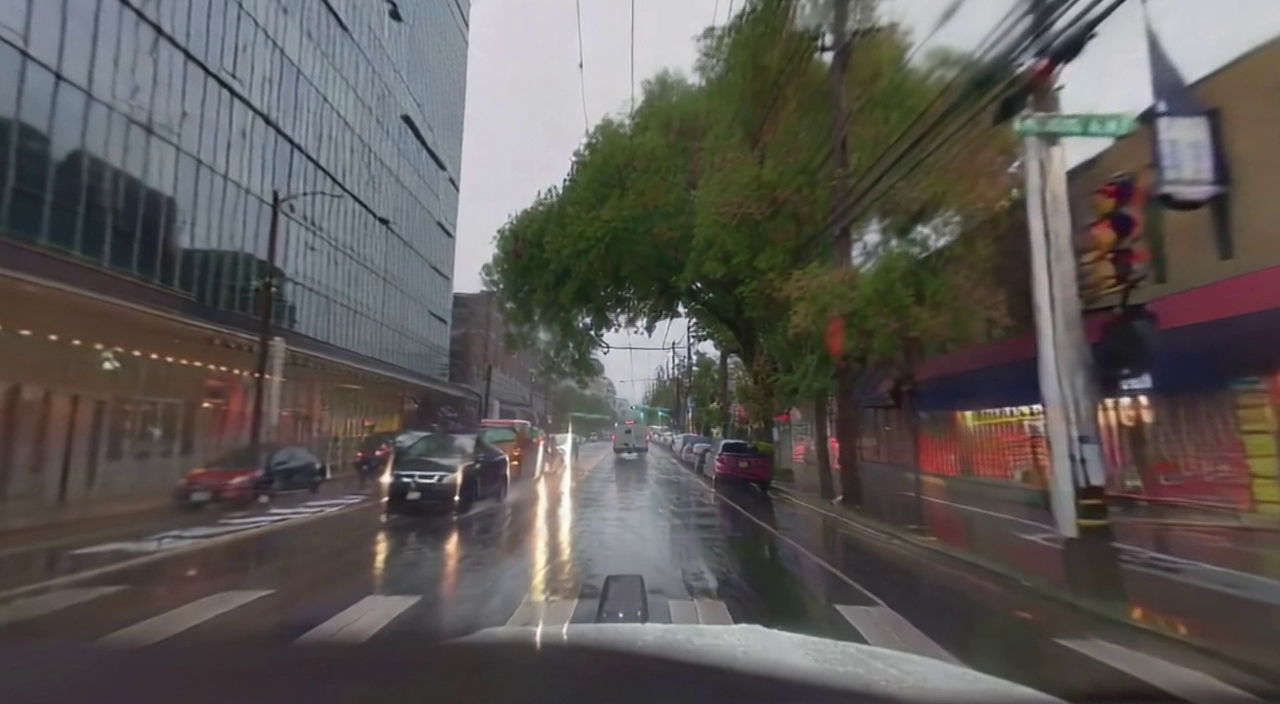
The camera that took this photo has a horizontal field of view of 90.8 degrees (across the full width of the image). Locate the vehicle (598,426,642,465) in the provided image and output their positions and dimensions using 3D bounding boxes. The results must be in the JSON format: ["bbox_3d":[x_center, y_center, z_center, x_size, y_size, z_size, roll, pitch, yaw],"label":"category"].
[{"bbox_3d":[-1.055,4.939,33.295,2.127,1.893,4.194,0,-8,-2],"label":"vehicle"}]

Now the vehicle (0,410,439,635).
[{"bbox_3d":[-3.992,1.513,6.605,1.990,1.568,3.885,-2,-9,10],"label":"vehicle"}]

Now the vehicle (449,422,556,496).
[{"bbox_3d":[-3.553,2.853,17.178,1.983,1.727,4.294,0,-8,-1],"label":"vehicle"}]

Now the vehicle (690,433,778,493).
[{"bbox_3d":[2.754,3.365,19.544,1.934,1.633,4.271,0,-8,-2],"label":"vehicle"}]
